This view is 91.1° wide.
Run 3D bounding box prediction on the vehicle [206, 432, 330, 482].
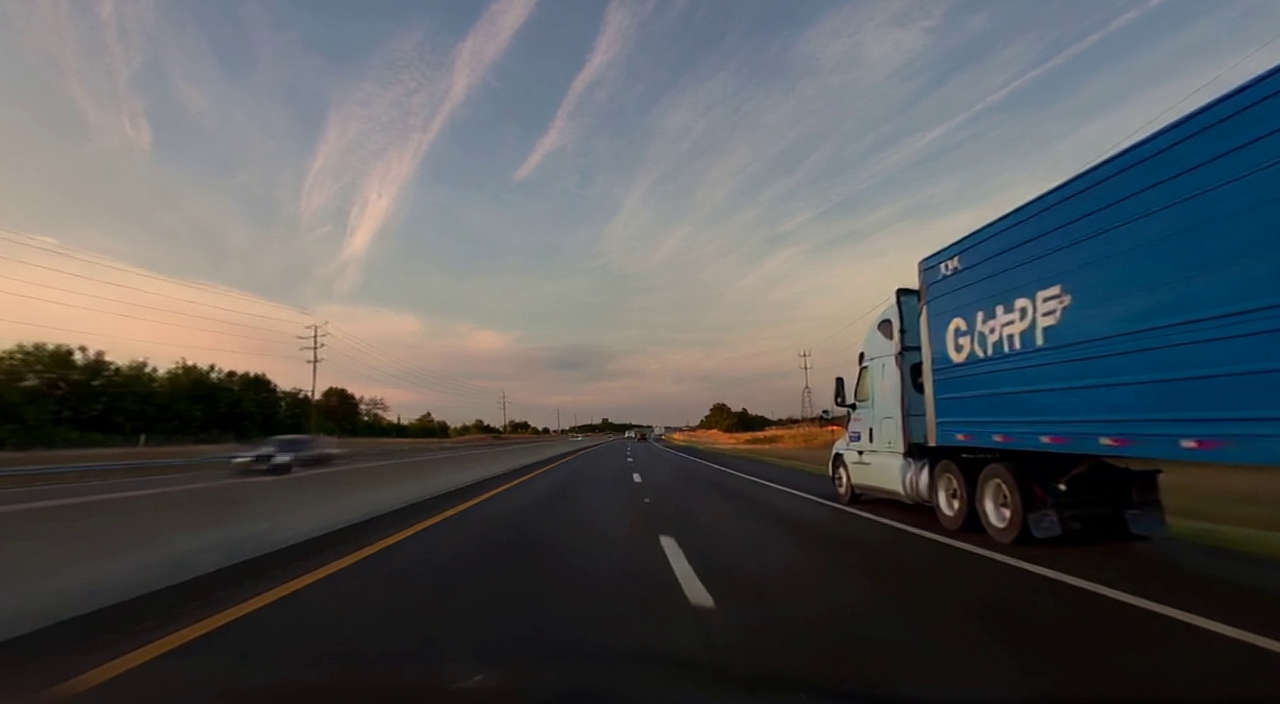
[{"bbox_3d":[-12.165,3.426,20.915,1.806,1.471,3.963,0,-8,-2],"label":"vehicle"}]
